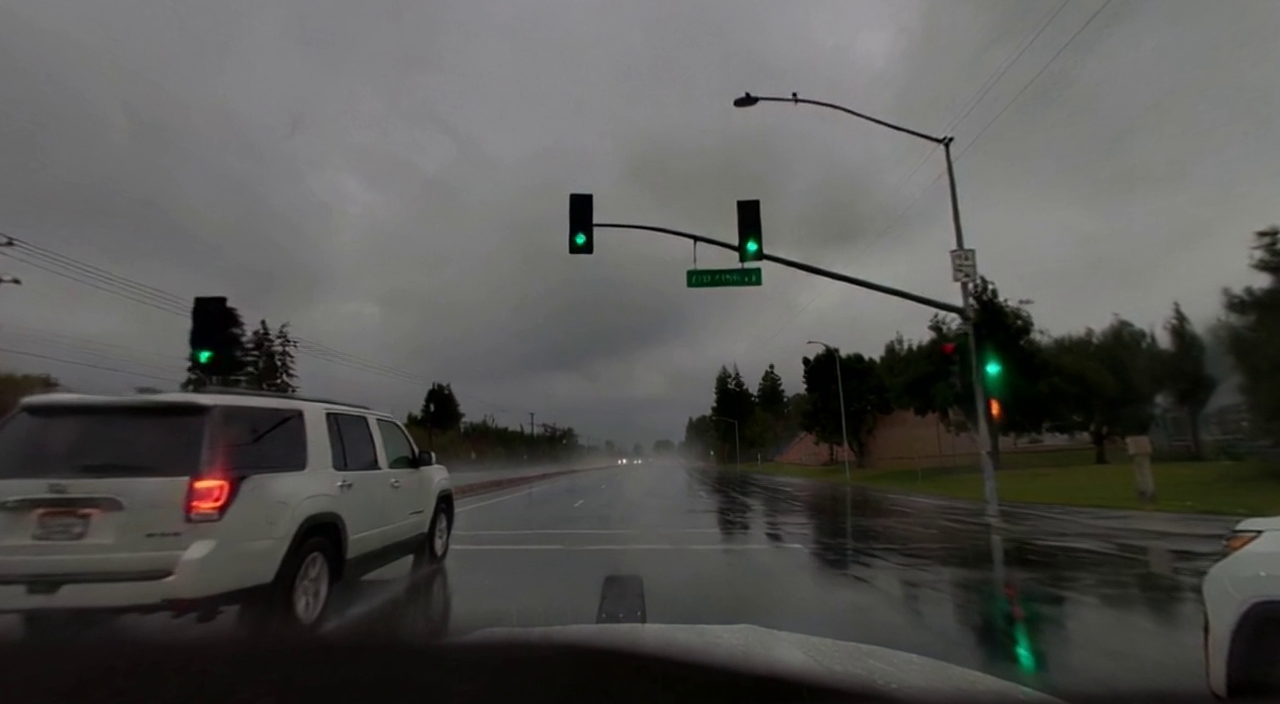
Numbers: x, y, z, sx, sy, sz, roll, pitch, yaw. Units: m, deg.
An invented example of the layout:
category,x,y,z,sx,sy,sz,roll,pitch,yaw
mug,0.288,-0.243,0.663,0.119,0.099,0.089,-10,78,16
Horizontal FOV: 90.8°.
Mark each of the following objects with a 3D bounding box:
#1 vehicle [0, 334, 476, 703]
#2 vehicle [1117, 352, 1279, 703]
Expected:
category,x,y,z,sx,sy,sz,roll,pitch,yaw
vehicle,-3.461,1.287,5.904,2.374,1.985,5.391,0,-9,0
vehicle,3.608,0.652,1.168,2.056,1.703,4.305,0,-9,0
